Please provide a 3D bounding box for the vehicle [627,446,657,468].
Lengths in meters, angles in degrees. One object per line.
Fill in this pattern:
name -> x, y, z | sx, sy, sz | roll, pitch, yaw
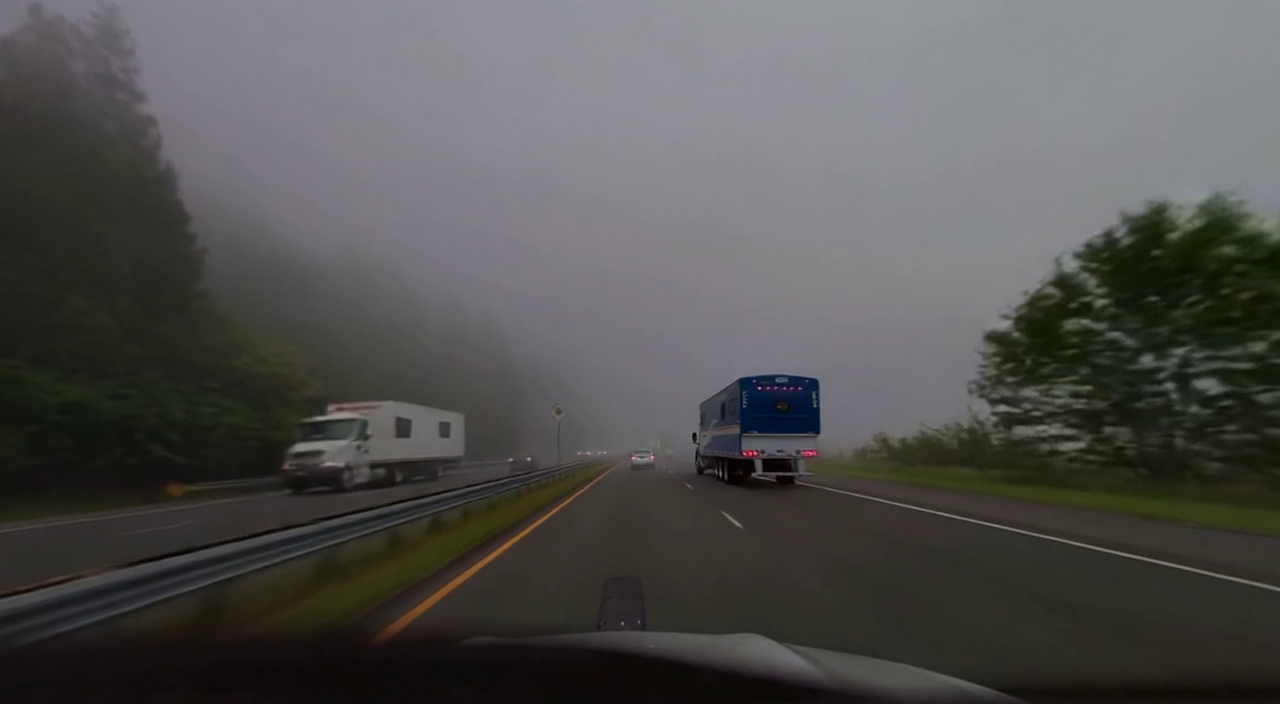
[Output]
vehicle -> 0.158, 7.037, 42.517 | 1.926, 1.386, 3.615 | 0, -9, 0

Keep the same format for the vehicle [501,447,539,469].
vehicle -> -8.828, 7.829, 46.643 | 2.044, 1.537, 4.159 | 0, -9, 0

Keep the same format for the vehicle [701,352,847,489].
vehicle -> 4.710, 3.115, 26.172 | 2.939, 4.129, 14.300 | 0, -9, 0

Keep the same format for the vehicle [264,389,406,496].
vehicle -> -13.020, 3.968, 27.626 | 3.048, 4.133, 5.962 | 0, -9, 0
